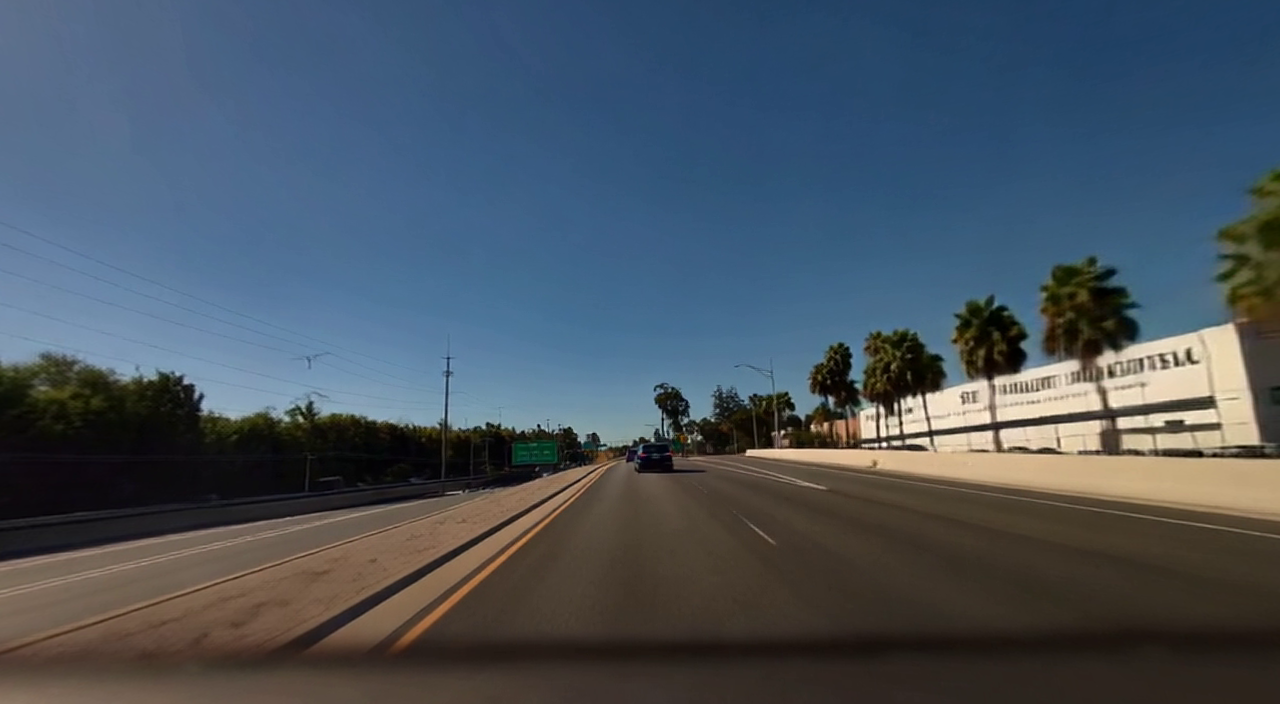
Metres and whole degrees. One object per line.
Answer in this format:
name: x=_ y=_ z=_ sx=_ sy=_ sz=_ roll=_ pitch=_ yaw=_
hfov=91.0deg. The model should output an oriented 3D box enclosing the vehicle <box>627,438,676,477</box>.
vehicle: x=0.469 y=4.962 z=29.803 sx=2.089 sy=1.718 sz=4.193 roll=0 pitch=-9 yaw=-2
